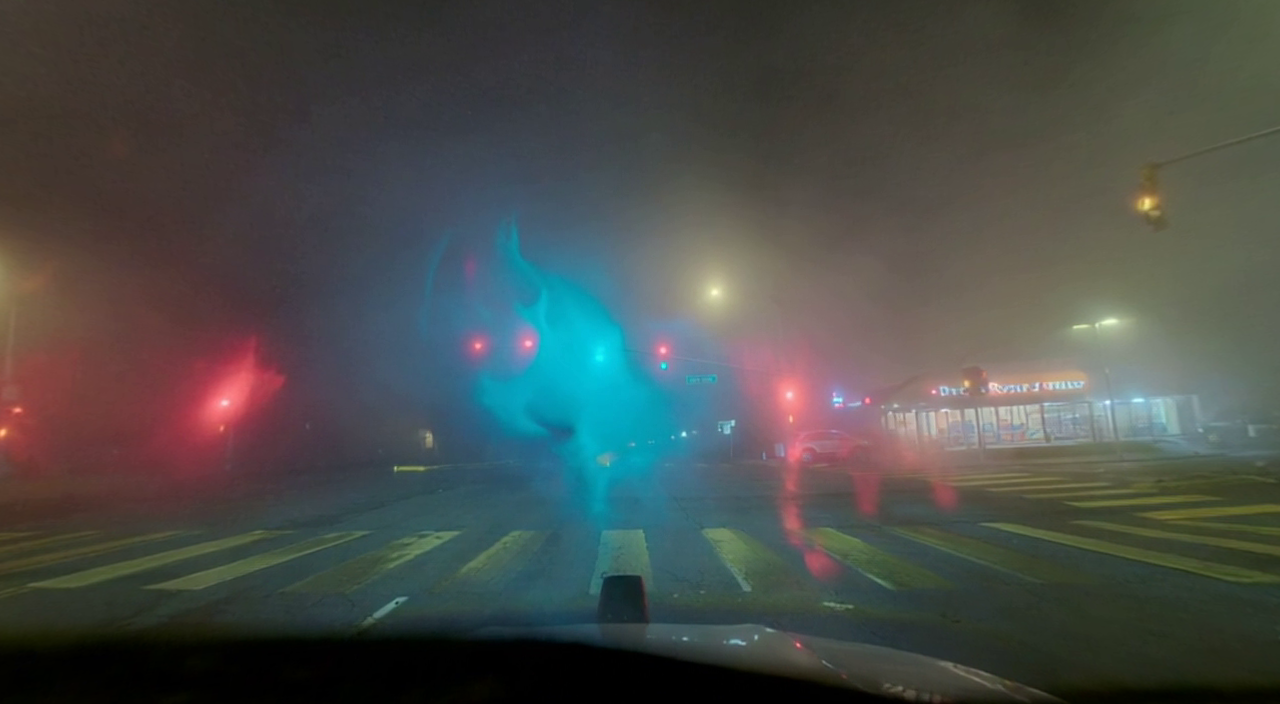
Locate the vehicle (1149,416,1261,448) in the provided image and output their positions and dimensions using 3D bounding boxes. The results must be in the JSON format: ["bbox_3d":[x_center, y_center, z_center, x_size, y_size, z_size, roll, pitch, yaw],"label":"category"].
[{"bbox_3d":[28.272,4.074,31.724,1.799,1.459,4.266,-1,-8,3],"label":"vehicle"}]
